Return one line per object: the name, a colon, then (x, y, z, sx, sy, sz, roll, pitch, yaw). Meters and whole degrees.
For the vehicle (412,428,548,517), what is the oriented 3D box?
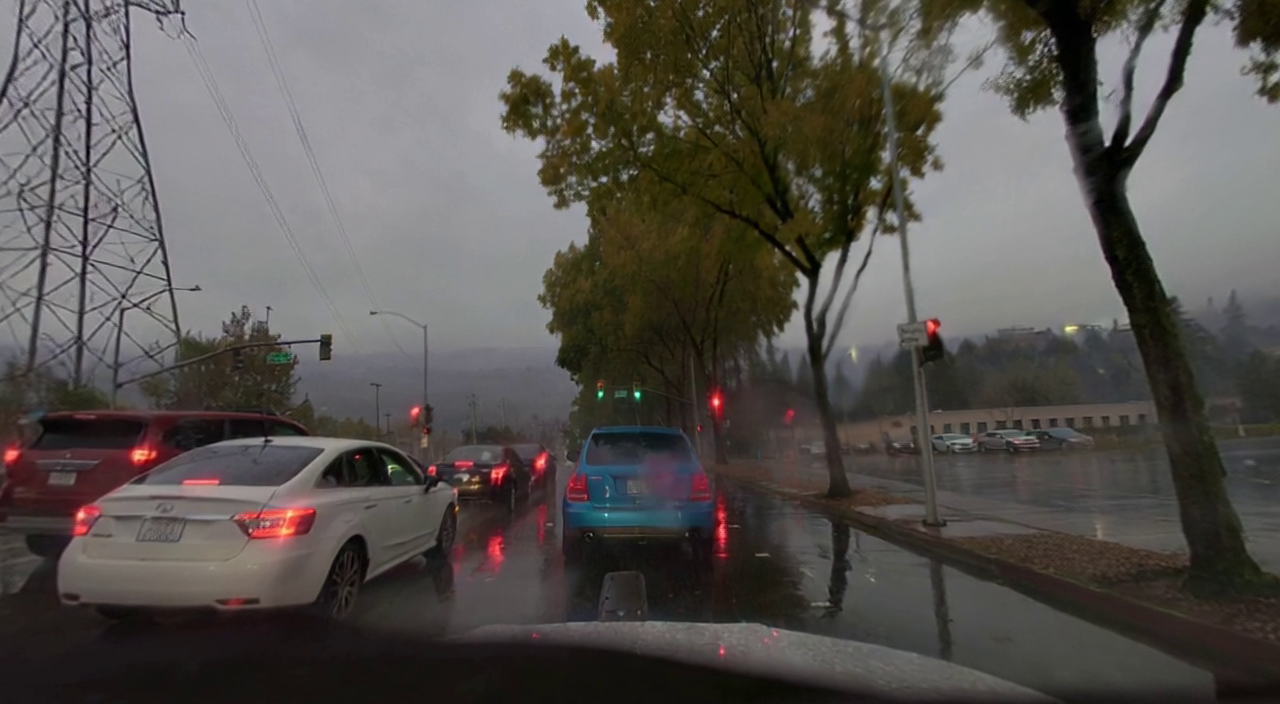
vehicle: (-3.251, 2.518, 13.667, 1.997, 1.636, 3.760, 0, -8, -1)

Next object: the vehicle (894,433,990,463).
vehicle: (15.101, 4.800, 31.709, 3.858, 1.437, 1.899, 0, -8, -4)

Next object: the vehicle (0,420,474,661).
vehicle: (-3.169, 1.498, 6.214, 1.973, 1.469, 4.448, 0, -8, -1)

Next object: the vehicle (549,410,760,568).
vehicle: (0.088, 1.768, 8.926, 2.239, 1.661, 4.224, 0, -8, -2)
